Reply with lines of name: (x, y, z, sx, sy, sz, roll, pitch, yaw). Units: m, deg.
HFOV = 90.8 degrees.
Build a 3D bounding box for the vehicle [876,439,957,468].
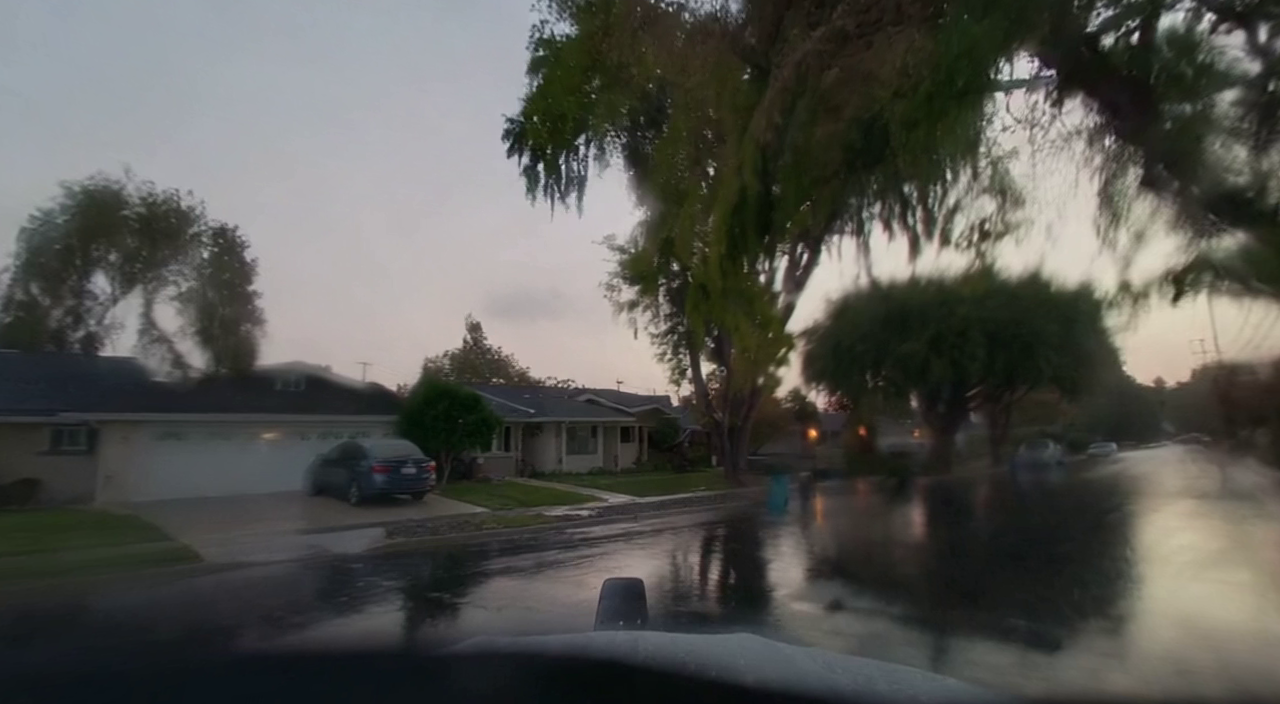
vehicle: (20.616, 7.574, 47.258, 5.033, 1.997, 2.126, -7, -11, 39)
